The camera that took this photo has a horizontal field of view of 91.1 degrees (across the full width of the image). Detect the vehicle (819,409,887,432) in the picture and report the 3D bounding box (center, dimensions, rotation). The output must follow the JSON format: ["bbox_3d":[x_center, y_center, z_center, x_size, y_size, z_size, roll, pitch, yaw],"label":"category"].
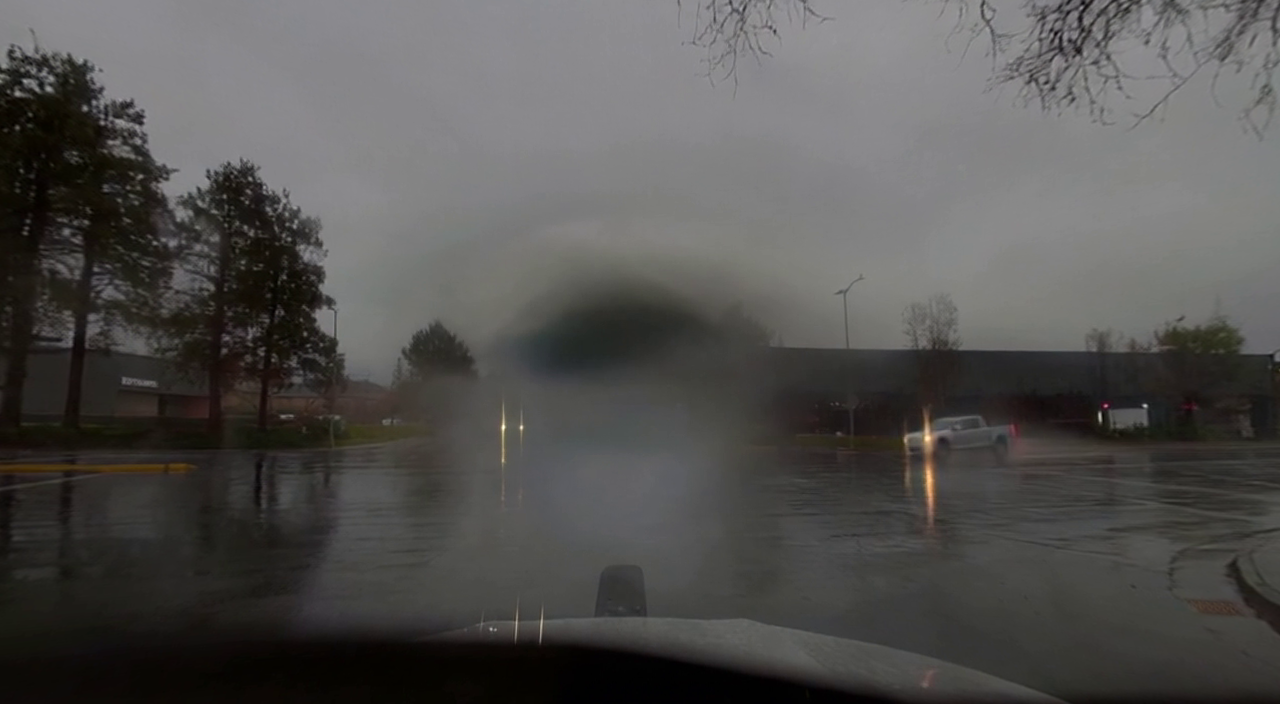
[{"bbox_3d":[15.150,4.932,44.643,4.674,1.483,1.745,4,-9,-26],"label":"vehicle"}]

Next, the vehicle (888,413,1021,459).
[{"bbox_3d":[13.800,3.716,27.536,5.333,1.837,2.124,3,-9,-22],"label":"vehicle"}]
